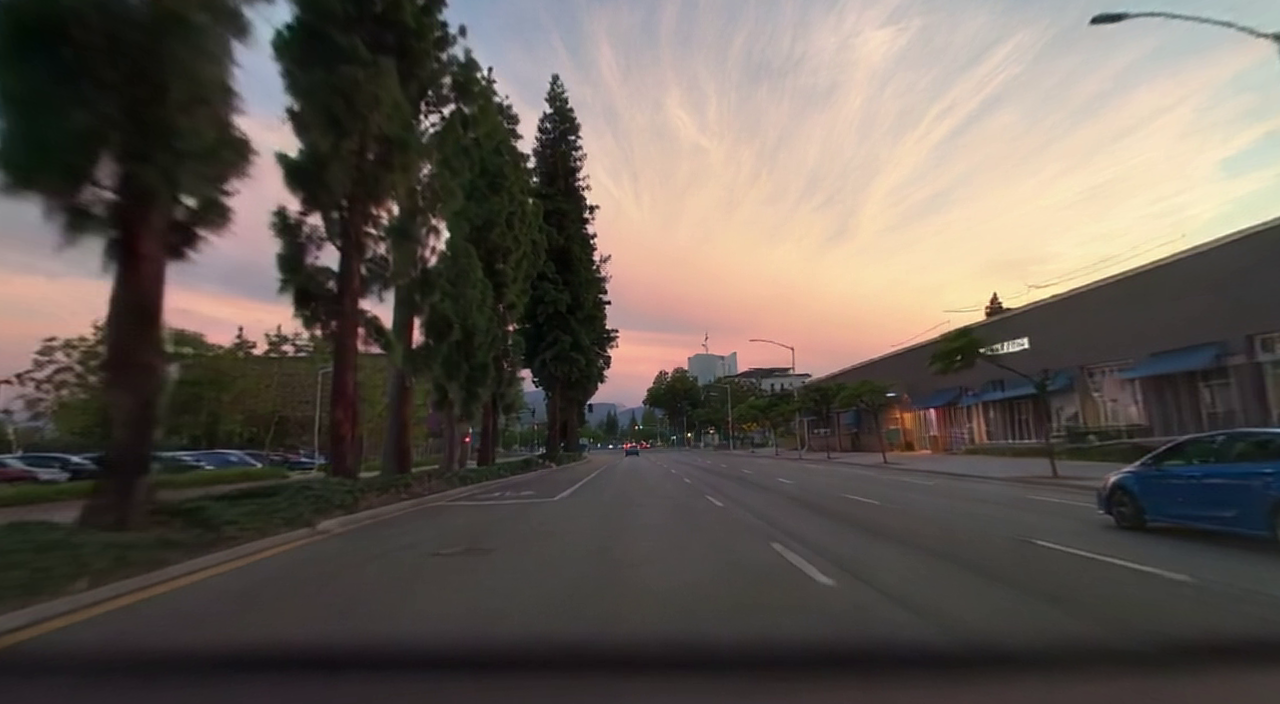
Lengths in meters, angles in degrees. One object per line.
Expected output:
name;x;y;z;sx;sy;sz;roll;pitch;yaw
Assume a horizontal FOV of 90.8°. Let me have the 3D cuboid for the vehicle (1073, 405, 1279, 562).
vehicle;7.677;1.503;7.508;1.918;1.632;4.368;0;-8;0
